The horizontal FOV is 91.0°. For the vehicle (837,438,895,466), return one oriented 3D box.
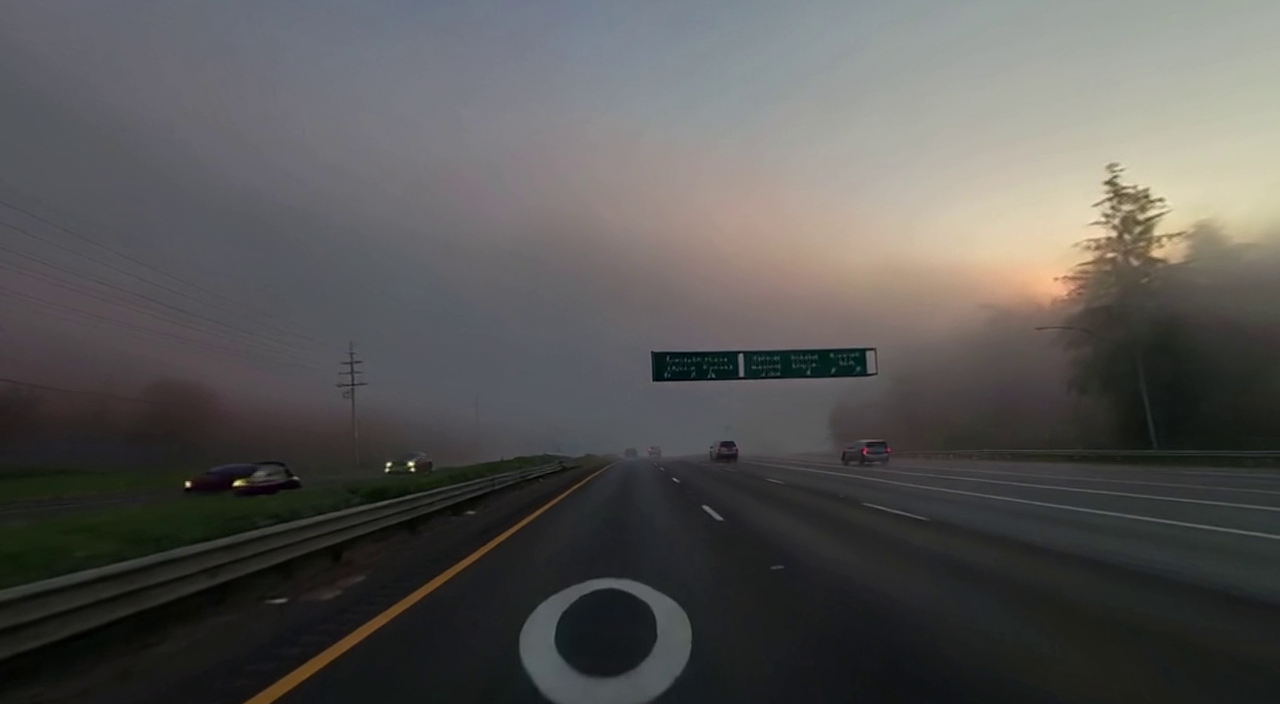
[{"bbox_3d":[14.631,6.502,40.979,2.079,1.688,4.544,0,-9,0],"label":"vehicle"}]

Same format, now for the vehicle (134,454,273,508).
[{"bbox_3d":[-16.429,4.834,24.066,1.971,1.761,4.682,0,-9,-1],"label":"vehicle"}]
